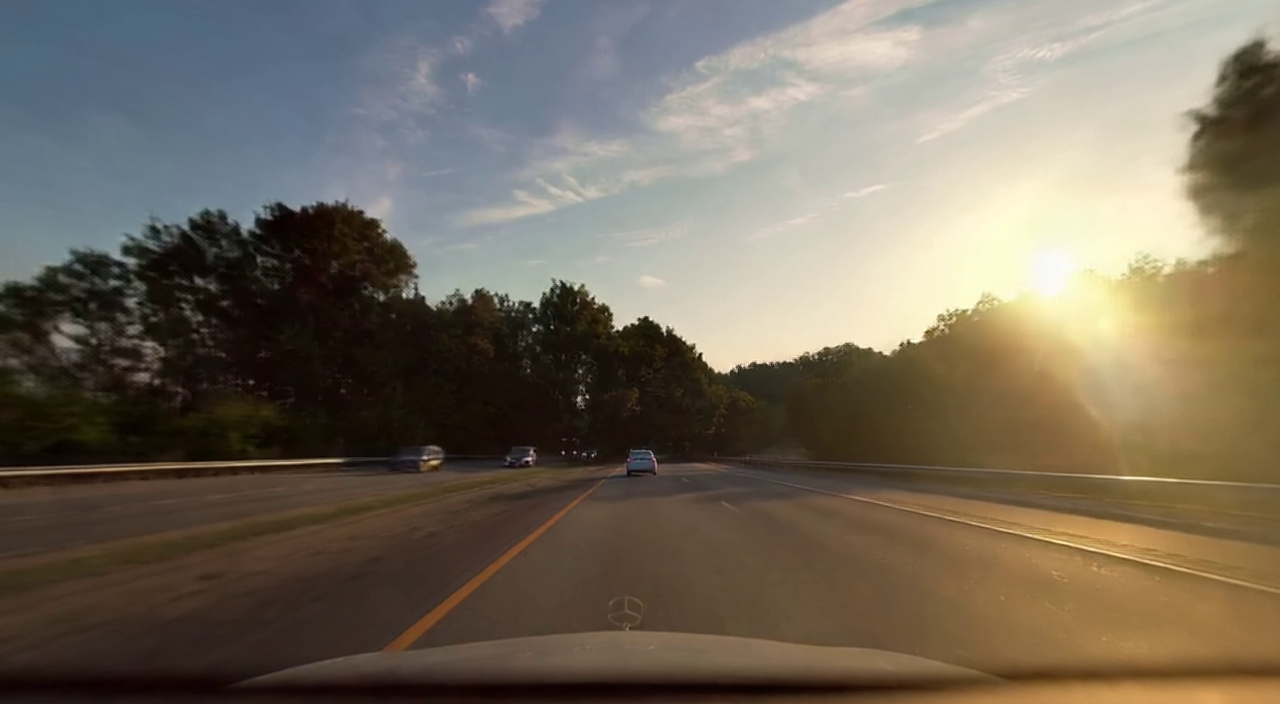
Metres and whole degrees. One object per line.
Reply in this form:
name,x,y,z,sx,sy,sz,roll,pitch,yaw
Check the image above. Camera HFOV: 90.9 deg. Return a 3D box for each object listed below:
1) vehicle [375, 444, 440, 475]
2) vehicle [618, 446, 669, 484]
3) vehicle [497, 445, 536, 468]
vehicle,-13.109,6.066,35.802,2.004,1.649,4.435,0,-9,0
vehicle,0.101,4.982,28.073,2.114,1.523,4.012,0,-9,-1
vehicle,-9.201,7.844,47.463,2.061,1.622,4.452,0,-9,0
